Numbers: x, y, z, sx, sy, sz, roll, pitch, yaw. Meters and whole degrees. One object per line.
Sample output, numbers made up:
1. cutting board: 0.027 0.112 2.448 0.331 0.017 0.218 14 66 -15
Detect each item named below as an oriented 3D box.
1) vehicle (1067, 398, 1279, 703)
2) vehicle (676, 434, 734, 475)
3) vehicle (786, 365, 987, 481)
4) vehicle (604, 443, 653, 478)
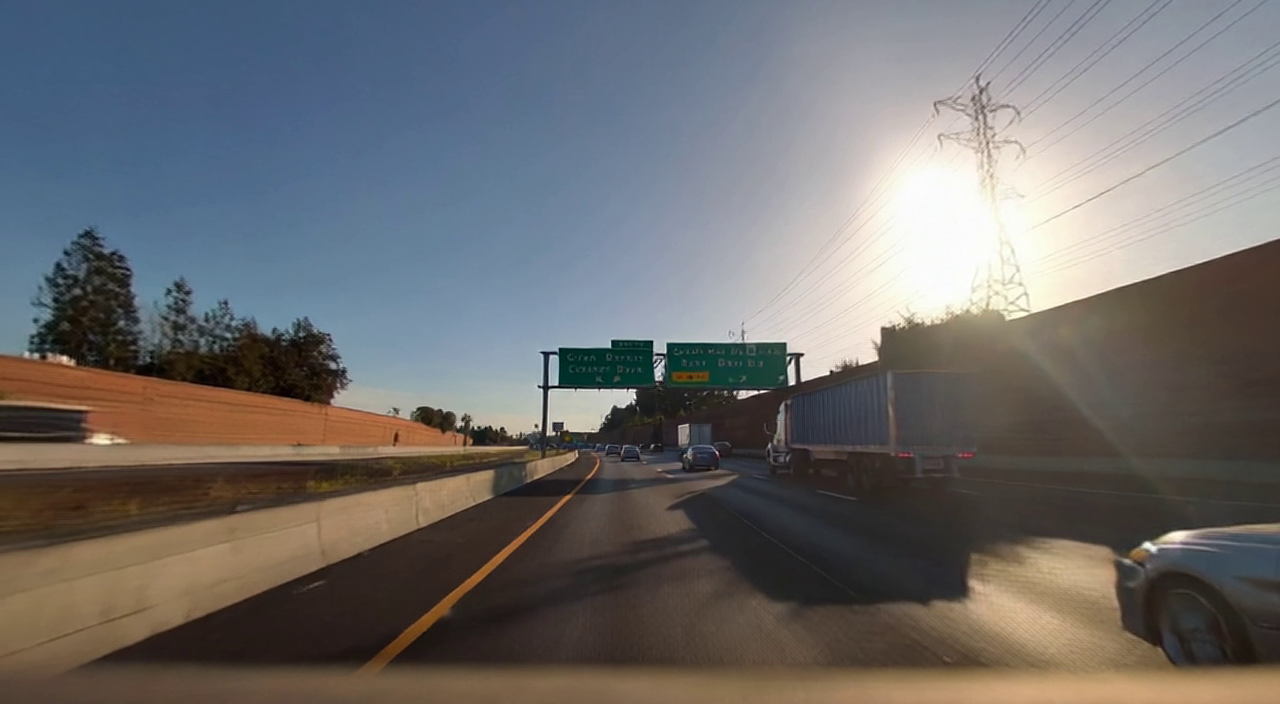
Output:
1. vehicle: 3.521 0.784 1.600 1.922 1.465 4.165 0 -9 0
2. vehicle: 3.052 4.972 30.859 2.114 1.849 4.692 0 -9 -3
3. vehicle: 10.633 3.686 30.451 2.914 4.134 15.553 0 -9 -2
4. vehicle: -0.561 4.928 29.015 2.083 1.477 3.965 0 -9 -2
